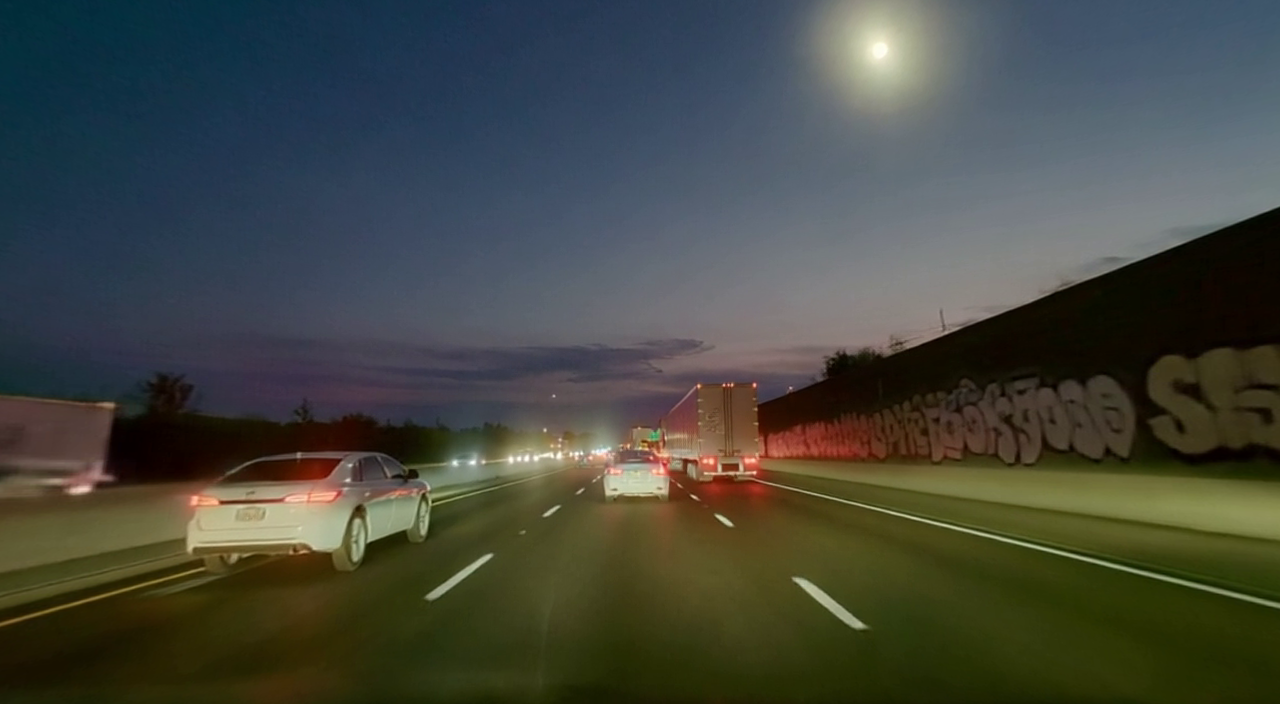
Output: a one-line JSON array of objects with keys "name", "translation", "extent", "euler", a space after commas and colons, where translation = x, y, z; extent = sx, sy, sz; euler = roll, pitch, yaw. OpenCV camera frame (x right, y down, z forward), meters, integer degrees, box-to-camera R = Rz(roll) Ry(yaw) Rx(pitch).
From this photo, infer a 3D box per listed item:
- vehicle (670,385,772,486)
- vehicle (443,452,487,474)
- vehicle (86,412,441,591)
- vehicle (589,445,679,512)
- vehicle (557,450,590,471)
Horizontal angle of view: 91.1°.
[{"name": "vehicle", "translation": [3.580, 4.400, 32.372], "extent": [2.902, 4.014, 14.446], "euler": [0, -9, -2]}, {"name": "vehicle", "translation": [-12.726, 8.060, 45.891], "extent": [1.946, 1.474, 4.374], "euler": [-1, -9, 0]}, {"name": "vehicle", "translation": [-4.491, 1.837, 8.657], "extent": [1.988, 1.750, 4.711], "euler": [0, -9, 0]}, {"name": "vehicle", "translation": [-0.182, 3.166, 16.225], "extent": [2.033, 1.468, 4.015], "euler": [0, -9, -1]}, {"name": "vehicle", "translation": [-4.967, 8.164, 47.514], "extent": [2.067, 1.481, 4.085], "euler": [0, -9, 0]}]
